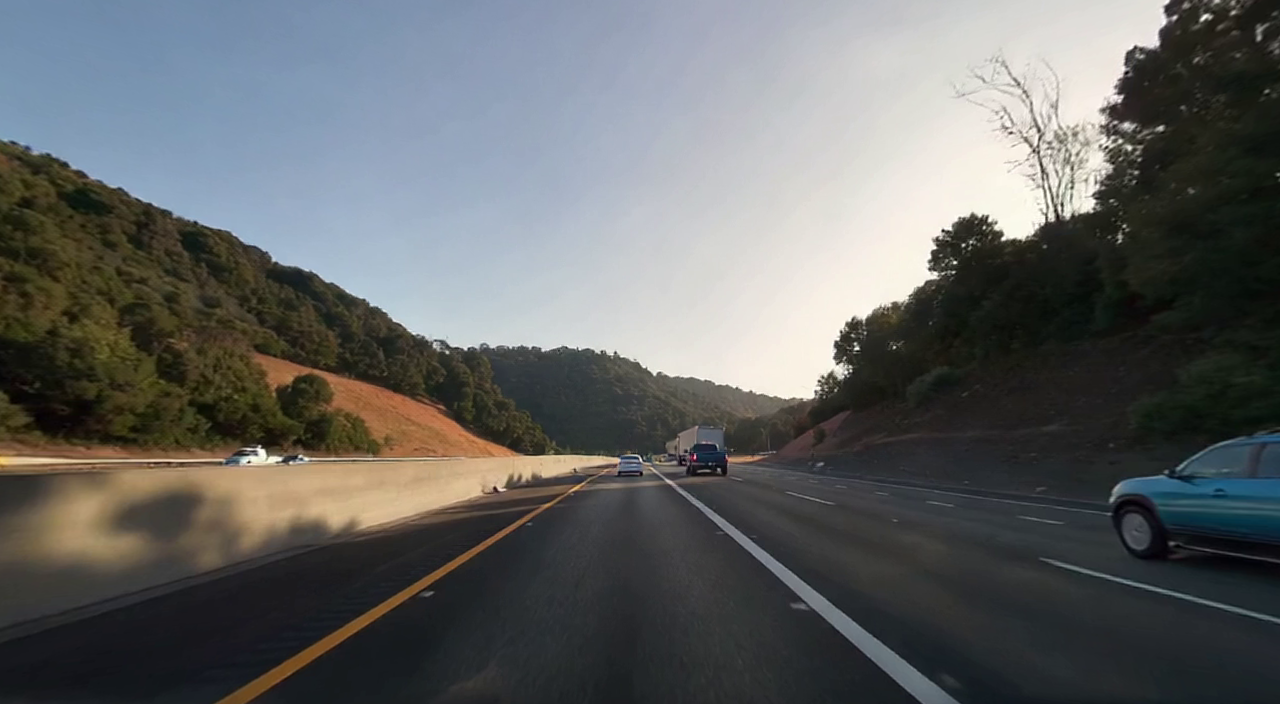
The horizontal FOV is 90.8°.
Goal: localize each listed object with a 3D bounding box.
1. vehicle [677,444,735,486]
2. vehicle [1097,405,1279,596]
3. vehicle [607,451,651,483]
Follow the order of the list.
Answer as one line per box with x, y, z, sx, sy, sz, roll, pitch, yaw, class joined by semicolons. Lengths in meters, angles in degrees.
3.054;5.322;30.107;2.098;1.794;4.561;0;-9;-2;vehicle
7.103;1.364;5.749;2.091;1.787;4.927;0;-9;-1;vehicle
-0.564;5.758;31.988;2.083;1.477;3.965;0;-9;-1;vehicle
